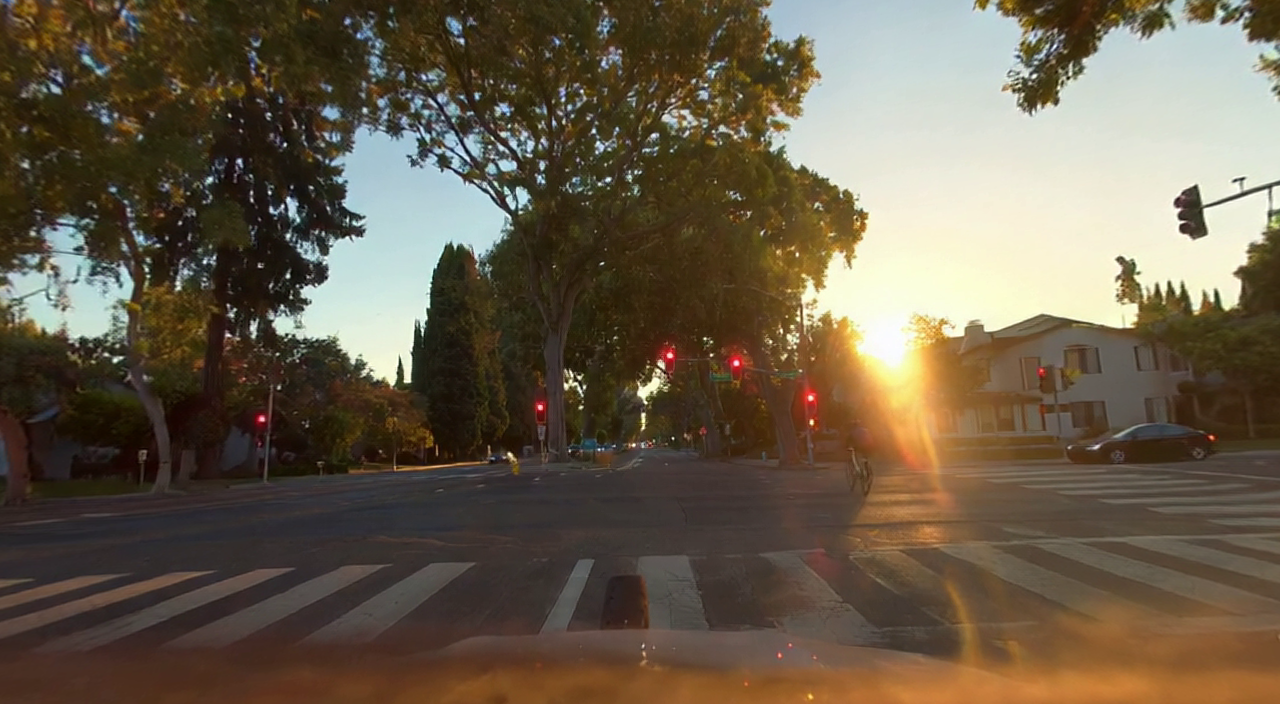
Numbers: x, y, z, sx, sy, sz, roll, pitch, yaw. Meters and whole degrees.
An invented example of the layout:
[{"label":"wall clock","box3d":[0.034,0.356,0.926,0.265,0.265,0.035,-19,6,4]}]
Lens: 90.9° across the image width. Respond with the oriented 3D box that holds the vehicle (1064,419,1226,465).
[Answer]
[{"label":"vehicle","box3d":[17.310,3.107,21.762,3.969,1.493,1.823,0,-9,1]}]
